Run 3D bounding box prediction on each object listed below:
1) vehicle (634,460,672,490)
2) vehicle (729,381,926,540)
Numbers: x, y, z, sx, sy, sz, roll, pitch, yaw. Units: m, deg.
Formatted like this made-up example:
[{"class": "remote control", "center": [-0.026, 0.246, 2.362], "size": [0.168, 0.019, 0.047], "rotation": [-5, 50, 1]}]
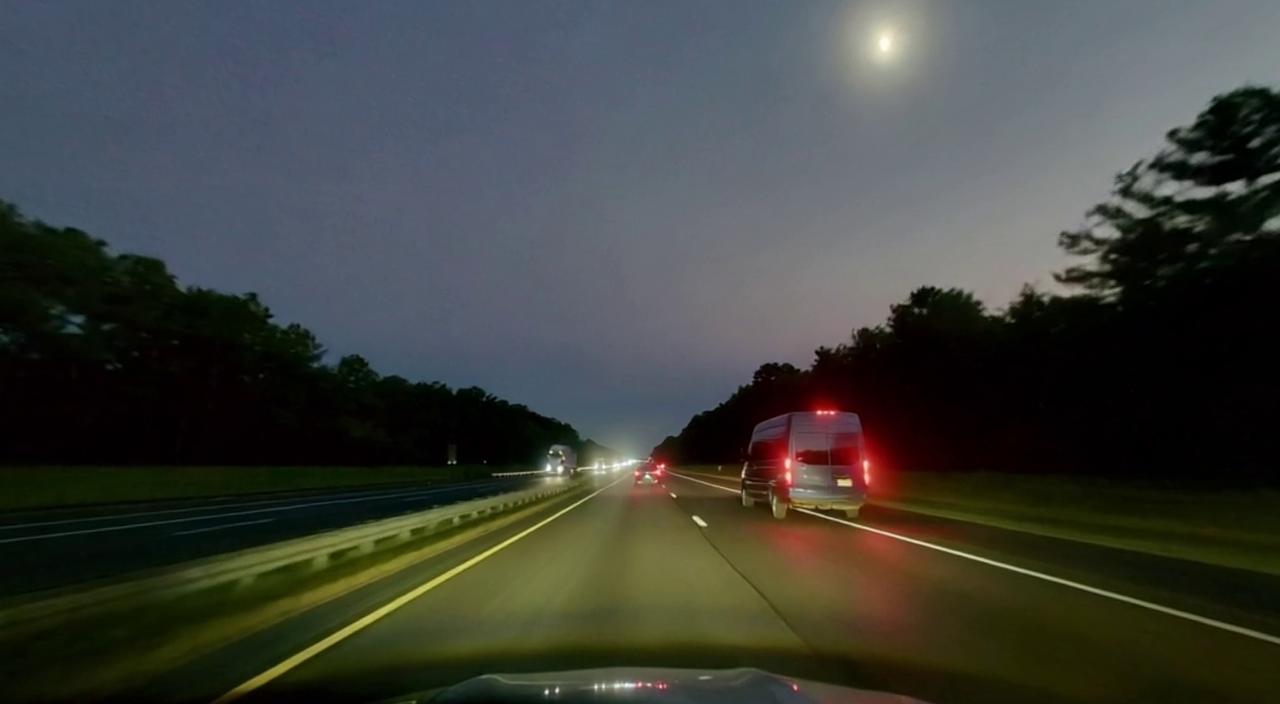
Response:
[{"class": "vehicle", "center": [0.782, 7.508, 38.615], "size": [2.212, 1.717, 4.452], "rotation": [1, -10, 0]}, {"class": "vehicle", "center": [4.032, 2.685, 15.479], "size": [2.563, 2.975, 6.941], "rotation": [1, -10, -1]}]
